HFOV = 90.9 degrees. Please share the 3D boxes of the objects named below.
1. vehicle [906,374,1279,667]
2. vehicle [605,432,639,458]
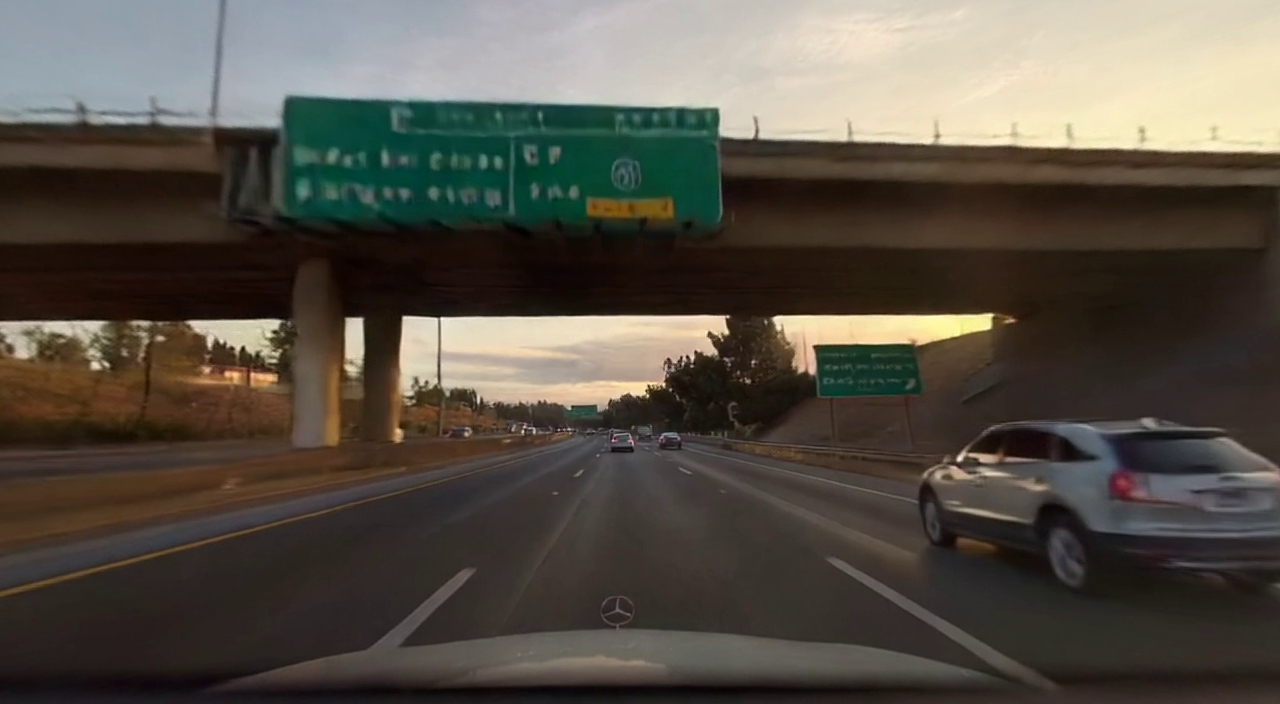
[{"bbox_3d":[4.094,1.179,5.422,1.892,1.600,3.782,0,-8,-1],"label":"vehicle"},{"bbox_3d":[-1.072,5.548,37.753,1.987,1.440,3.565,0,-8,-1],"label":"vehicle"}]
